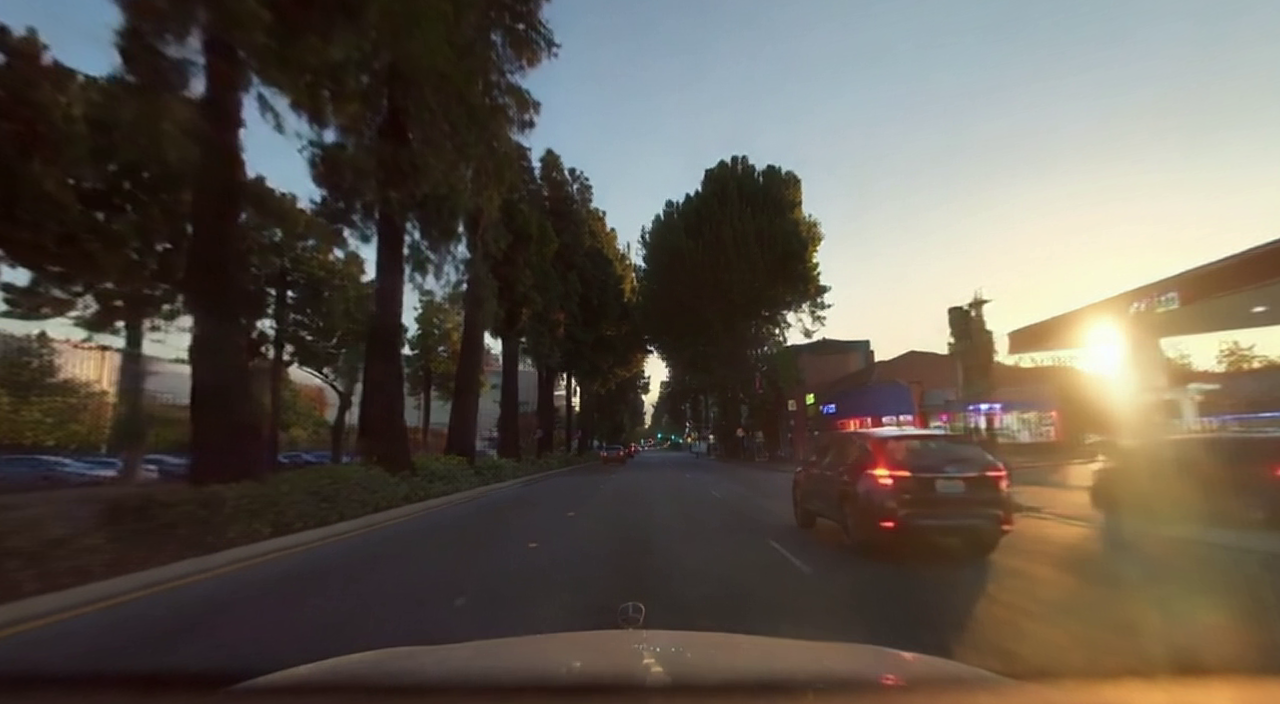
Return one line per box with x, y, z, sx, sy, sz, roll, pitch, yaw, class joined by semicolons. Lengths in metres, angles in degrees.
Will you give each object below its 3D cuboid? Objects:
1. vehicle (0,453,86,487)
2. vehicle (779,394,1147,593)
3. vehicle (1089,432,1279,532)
-31.183;6.066;32.170;4.188;1.365;1.883;-6;-8;3;vehicle
3.436;1.638;8.124;2.151;1.771;4.792;0;-9;0;vehicle
11.231;2.328;11.589;4.359;1.656;1.894;-1;-9;3;vehicle
